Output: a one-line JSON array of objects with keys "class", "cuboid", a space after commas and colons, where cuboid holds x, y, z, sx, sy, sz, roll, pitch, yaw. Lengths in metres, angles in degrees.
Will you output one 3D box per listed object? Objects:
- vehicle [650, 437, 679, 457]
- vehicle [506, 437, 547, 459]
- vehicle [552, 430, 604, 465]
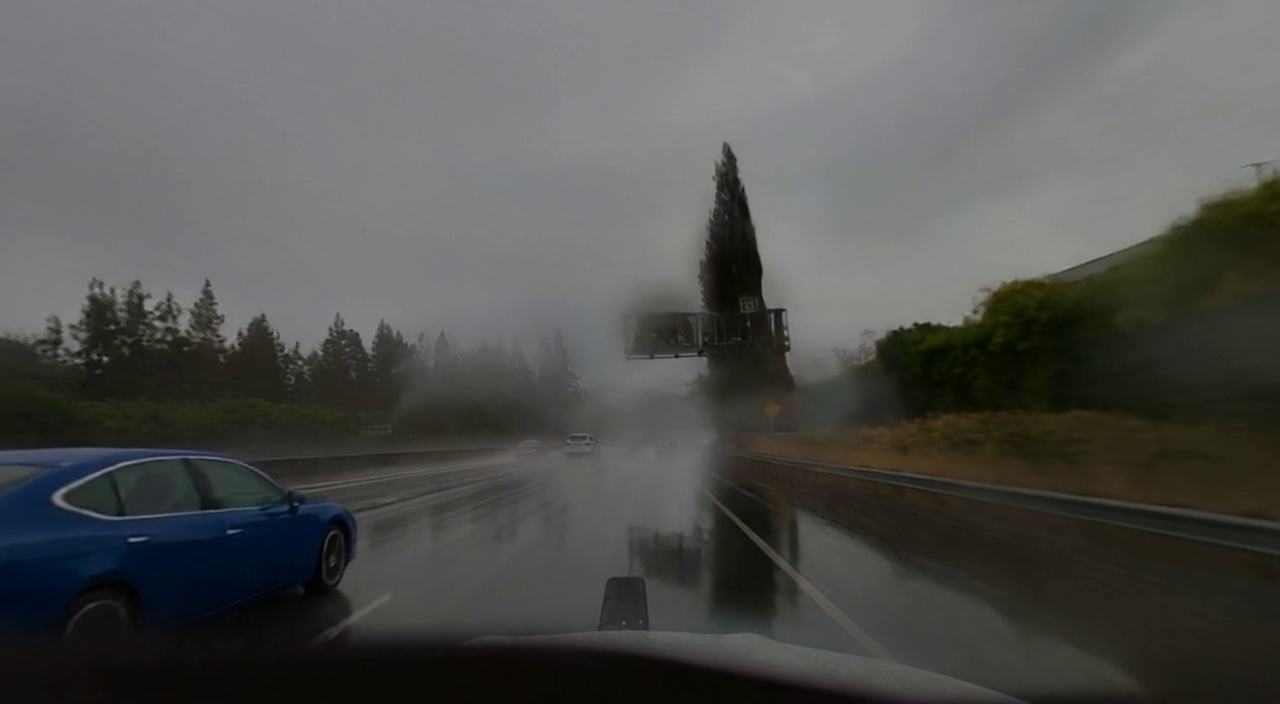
[{"class": "vehicle", "cuboid": [1.883, 7.162, 47.509, 2.113, 1.464, 4.073, -1, -8, 4]}, {"class": "vehicle", "cuboid": [-7.775, 6.642, 43.548, 1.883, 1.411, 4.053, 0, -8, 3]}, {"class": "vehicle", "cuboid": [-3.203, 5.091, 33.586, 2.071, 1.716, 4.363, 0, -8, 3]}]
